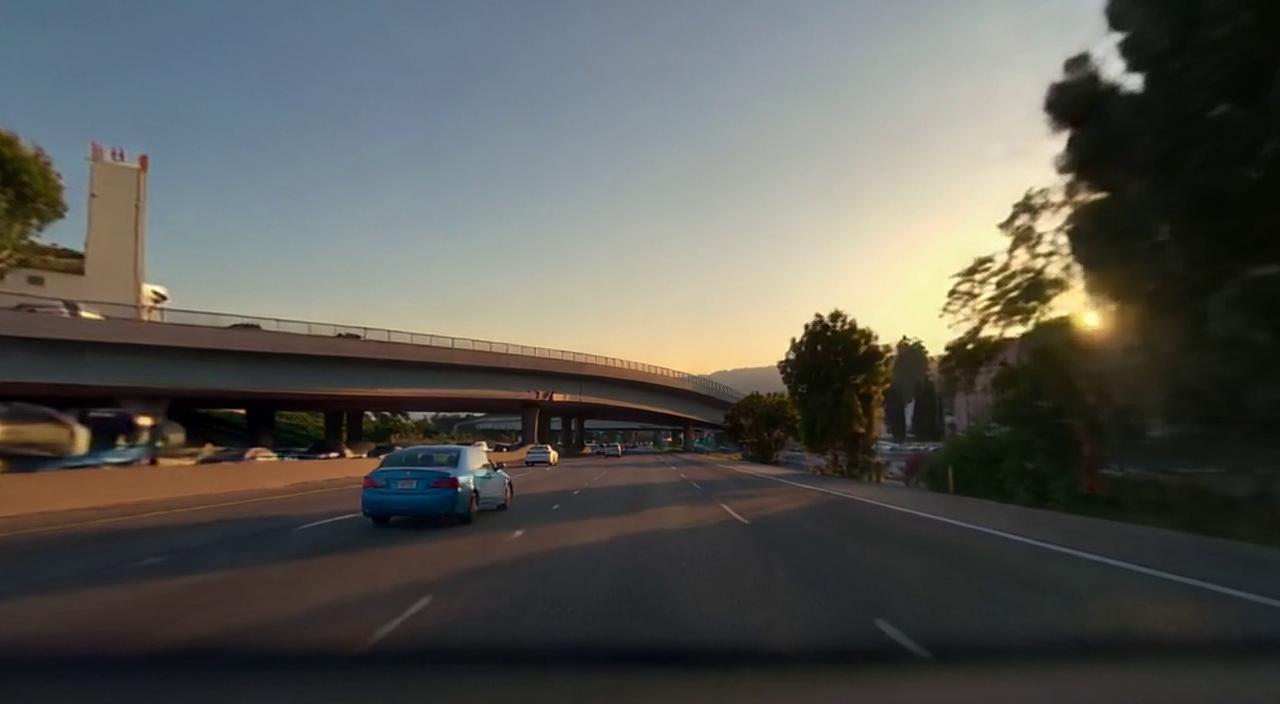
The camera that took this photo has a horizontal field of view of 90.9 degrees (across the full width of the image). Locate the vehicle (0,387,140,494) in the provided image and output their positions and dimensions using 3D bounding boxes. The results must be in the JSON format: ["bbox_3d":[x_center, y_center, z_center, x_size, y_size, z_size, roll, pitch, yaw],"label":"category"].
[{"bbox_3d":[-24.755,3.385,23.982,2.925,3.853,10.259,0,-9,0],"label":"vehicle"}]

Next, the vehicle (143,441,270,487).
[{"bbox_3d":[-17.140,4.431,25.253,1.924,1.626,4.359,0,-9,1],"label":"vehicle"}]

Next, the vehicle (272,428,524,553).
[{"bbox_3d":[-3.536,2.132,10.526,2.144,1.565,4.951,-1,-9,1],"label":"vehicle"}]

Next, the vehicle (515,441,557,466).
[{"bbox_3d":[-7.234,7.105,44.209,2.118,1.675,4.395,0,-9,1],"label":"vehicle"}]
